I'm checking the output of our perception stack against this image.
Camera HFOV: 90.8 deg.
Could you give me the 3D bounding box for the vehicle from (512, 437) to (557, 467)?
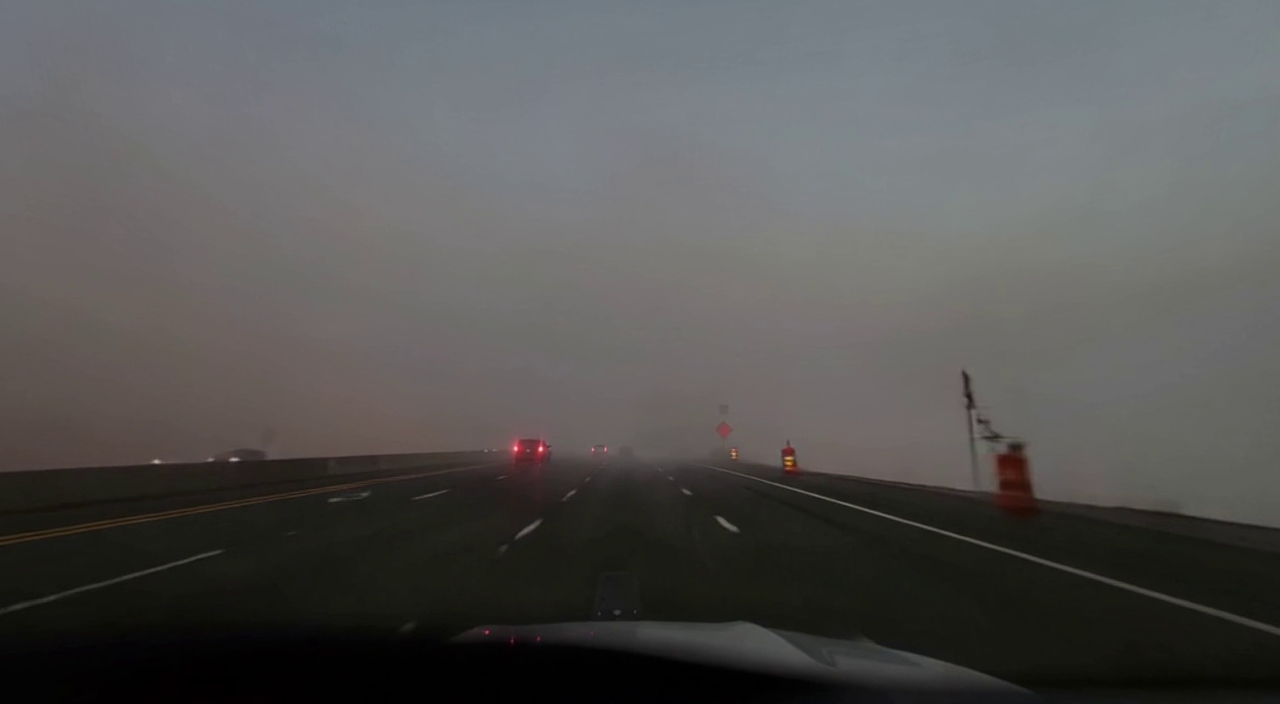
[{"bbox_3d":[-6.497,6.215,39.259,2.036,1.758,4.529,0,-9,0],"label":"vehicle"}]
